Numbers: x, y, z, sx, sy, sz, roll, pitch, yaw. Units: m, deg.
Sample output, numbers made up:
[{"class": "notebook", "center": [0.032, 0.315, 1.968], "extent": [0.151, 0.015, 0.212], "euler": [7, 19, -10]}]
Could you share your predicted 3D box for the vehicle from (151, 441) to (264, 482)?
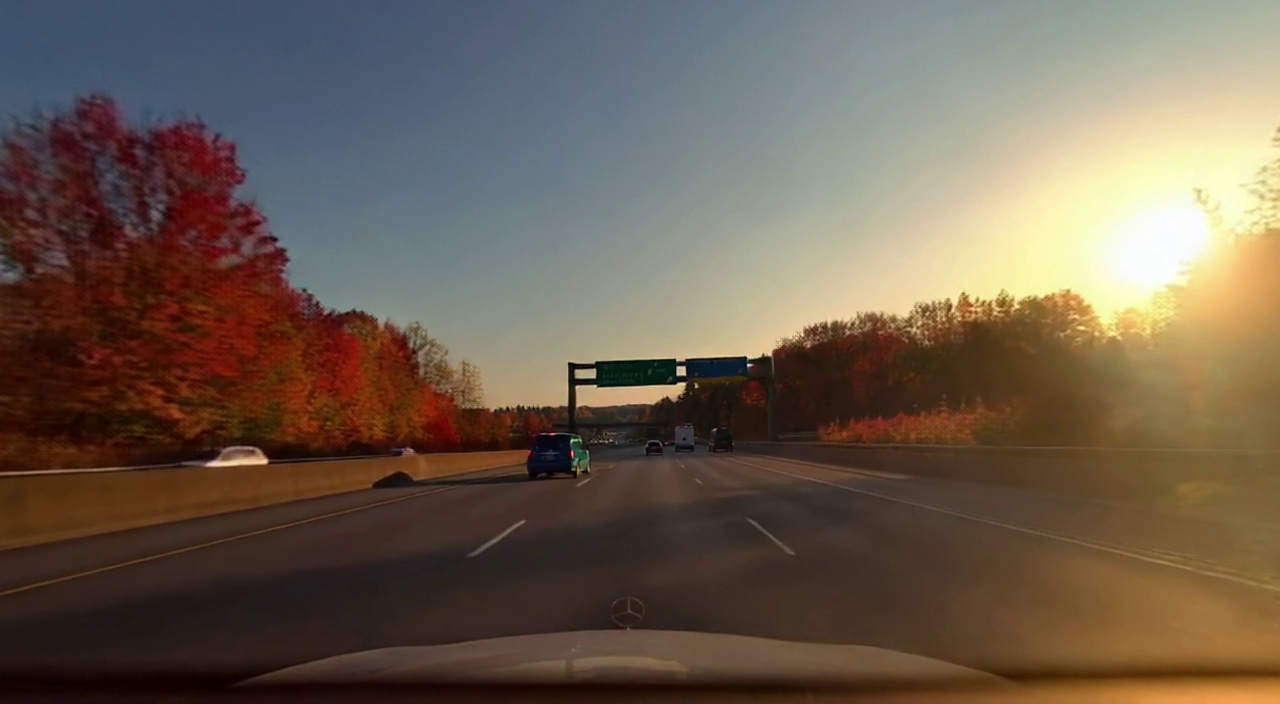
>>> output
[{"class": "vehicle", "center": [-23.311, 5.894, 34.231], "extent": [2.175, 2.021, 5.334], "euler": [-1, -8, 2]}]

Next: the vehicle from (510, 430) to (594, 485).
[{"class": "vehicle", "center": [-2.964, 3.659, 22.187], "extent": [2.177, 1.707, 4.432], "euler": [-1, -8, 2]}]

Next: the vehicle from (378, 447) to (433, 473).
[{"class": "vehicle", "center": [-15.325, 7.069, 41.403], "extent": [1.870, 1.542, 4.271], "euler": [0, -8, 1]}]
